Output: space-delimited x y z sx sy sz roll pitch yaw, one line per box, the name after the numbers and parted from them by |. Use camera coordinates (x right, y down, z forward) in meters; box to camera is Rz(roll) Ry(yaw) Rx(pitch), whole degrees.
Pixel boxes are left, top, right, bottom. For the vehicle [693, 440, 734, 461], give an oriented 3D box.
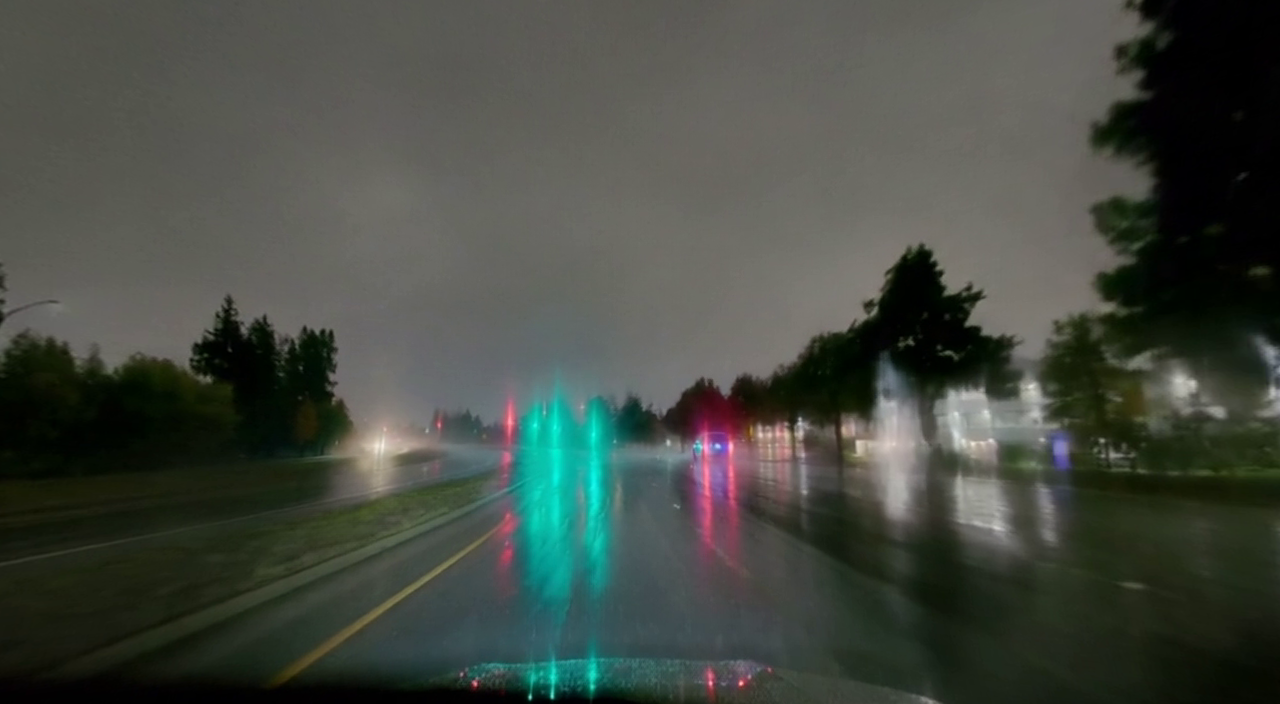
5.385 7.362 46.941 1.908 1.483 4.474 1 -9 -9 | vehicle
